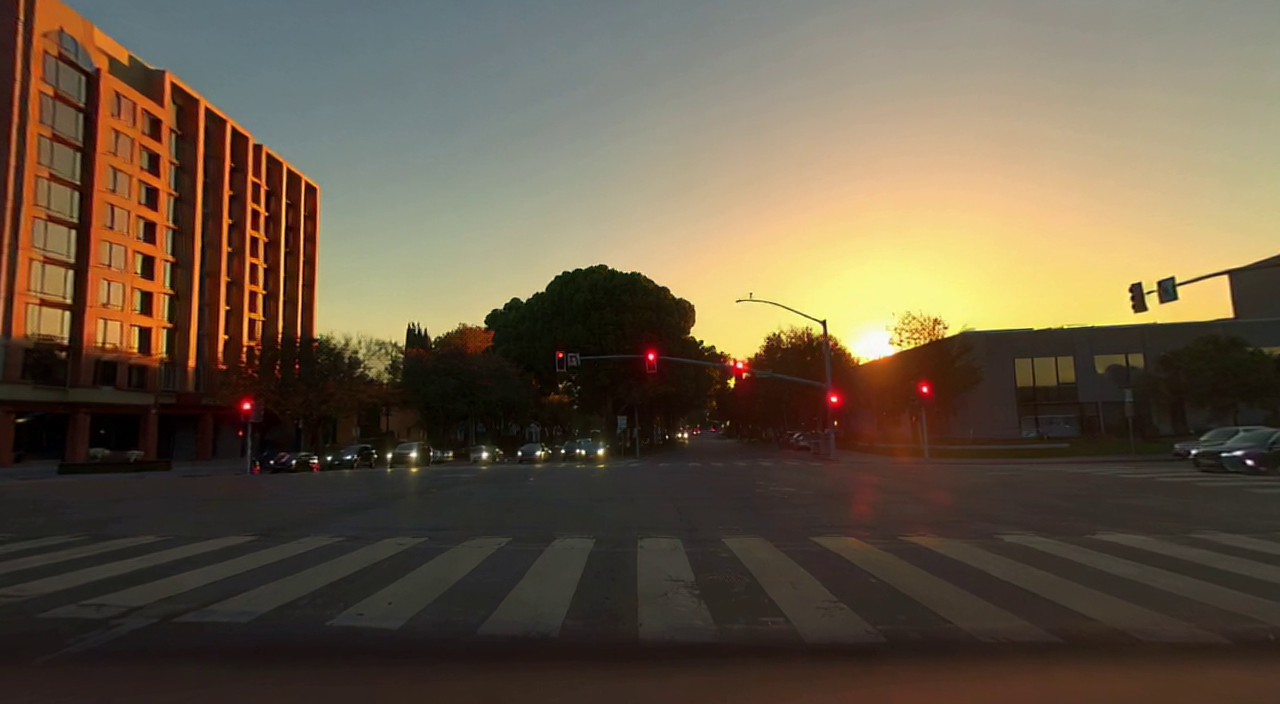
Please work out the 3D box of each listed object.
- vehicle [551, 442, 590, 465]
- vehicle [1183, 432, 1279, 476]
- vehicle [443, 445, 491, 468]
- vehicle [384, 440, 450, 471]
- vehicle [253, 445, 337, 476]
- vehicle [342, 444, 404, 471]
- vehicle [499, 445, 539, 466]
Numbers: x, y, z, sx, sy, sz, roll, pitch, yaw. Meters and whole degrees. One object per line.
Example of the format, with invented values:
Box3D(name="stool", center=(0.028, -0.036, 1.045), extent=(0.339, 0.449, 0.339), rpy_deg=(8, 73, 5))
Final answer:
Box3D(name="vehicle", center=(-4.543, 6.707, 41.684), extent=(1.954, 1.431, 4.050), rpy_deg=(-1, -9, 2))
Box3D(name="vehicle", center=(22.309, 3.579, 22.251), extent=(4.474, 1.477, 1.908), rpy_deg=(0, -9, -3))
Box3D(name="vehicle", center=(-11.653, 7.058, 42.715), extent=(1.911, 1.476, 4.297), rpy_deg=(-1, -9, 2))
Box3D(name="vehicle", center=(-15.152, 7.038, 43.165), extent=(2.340, 1.946, 5.450), rpy_deg=(0, -9, 2))
Box3D(name="vehicle", center=(-22.198, 6.956, 40.756), extent=(2.032, 1.839, 4.884), rpy_deg=(-2, -9, 11))
Box3D(name="vehicle", center=(-18.565, 7.341, 44.000), extent=(2.237, 1.801, 4.541), rpy_deg=(0, -9, 1))
Box3D(name="vehicle", center=(-8.118, 7.004, 42.616), extent=(1.910, 1.321, 3.692), rpy_deg=(0, -9, 1))
